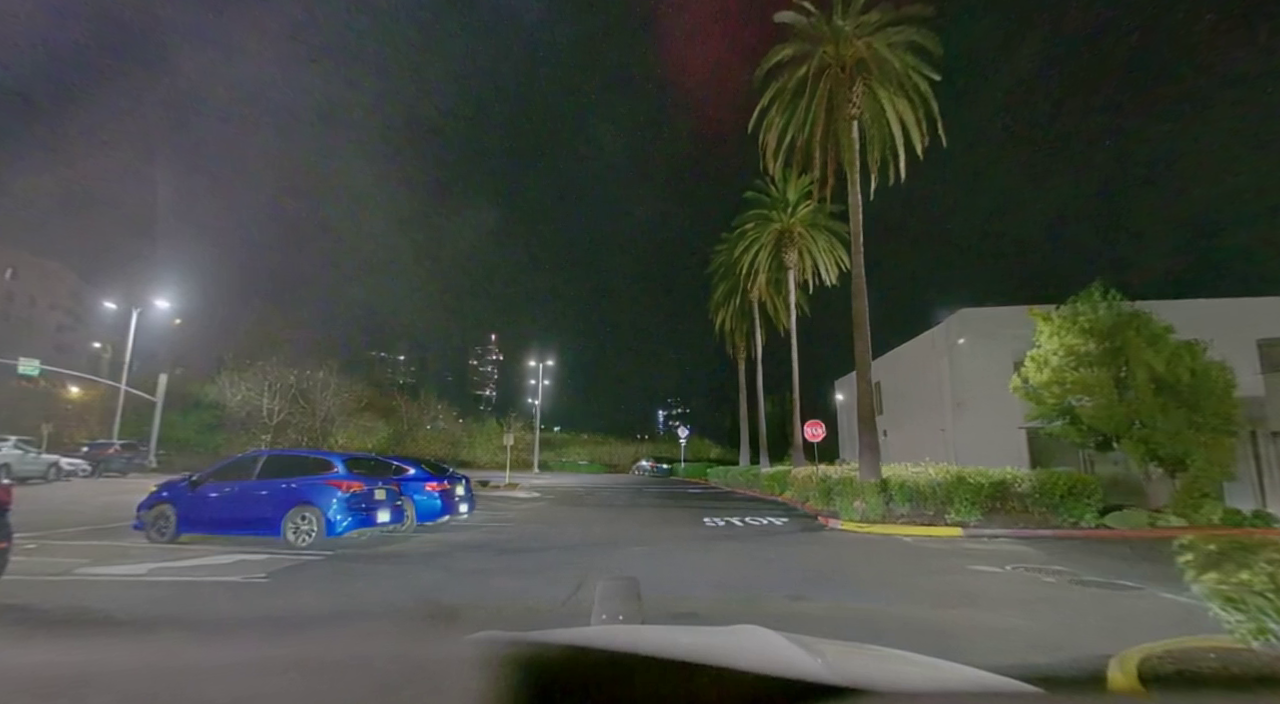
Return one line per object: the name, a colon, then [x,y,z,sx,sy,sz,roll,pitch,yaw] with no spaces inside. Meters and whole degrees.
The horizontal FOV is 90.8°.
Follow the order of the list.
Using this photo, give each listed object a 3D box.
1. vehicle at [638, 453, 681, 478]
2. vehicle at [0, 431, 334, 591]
vehicle: [1.381,8.371,46.826,2.071,1.700,4.367,2,-9,-14]
vehicle: [-7.020,2.014,8.692,4.416,1.636,2.206,2,-9,9]
